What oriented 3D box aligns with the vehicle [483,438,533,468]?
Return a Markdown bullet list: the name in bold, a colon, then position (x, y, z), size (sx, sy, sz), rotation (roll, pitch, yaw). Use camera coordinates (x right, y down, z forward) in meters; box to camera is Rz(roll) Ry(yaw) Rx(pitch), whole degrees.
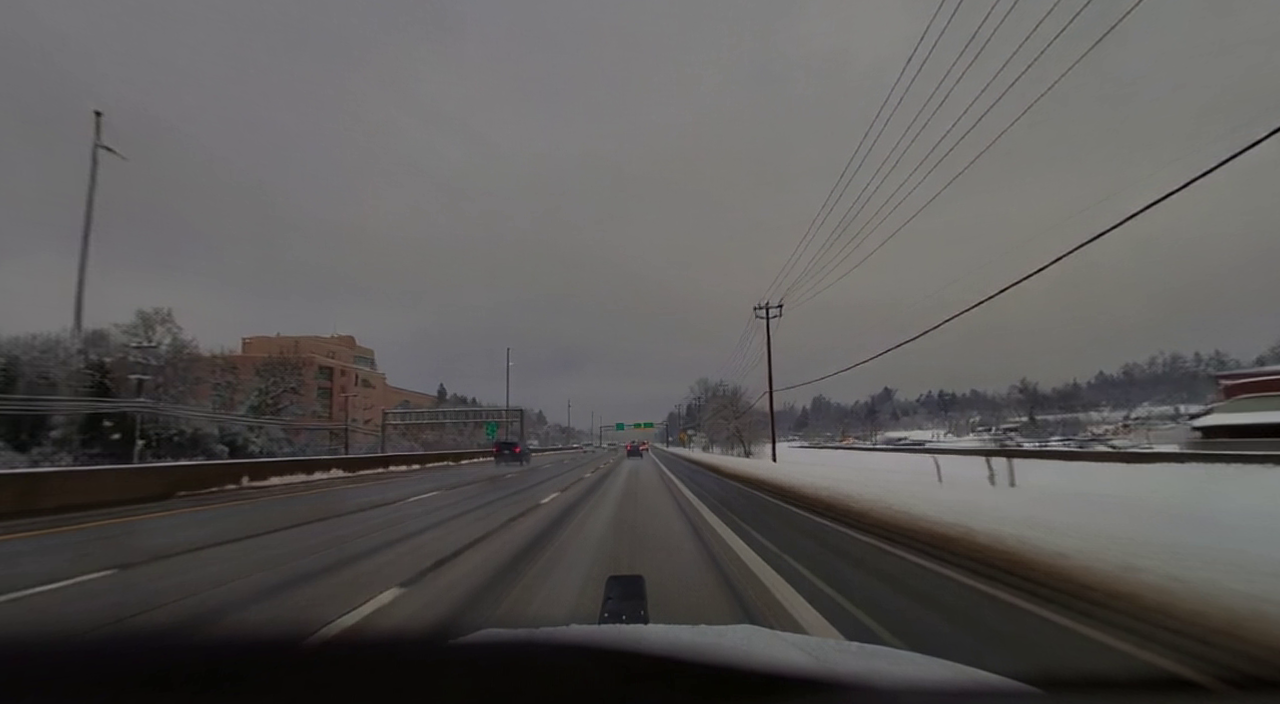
- **vehicle**: position (-7.367, 5.691, 35.628), size (1.946, 1.590, 4.042), rotation (0, -8, 0)
